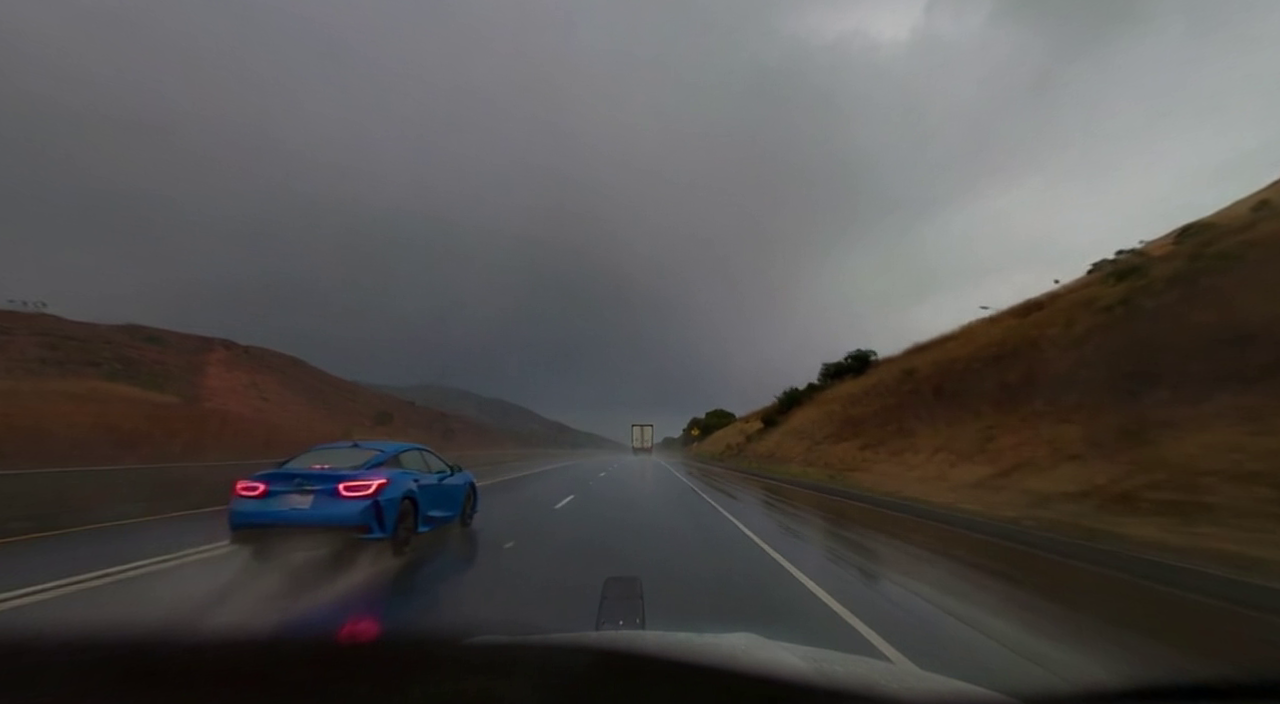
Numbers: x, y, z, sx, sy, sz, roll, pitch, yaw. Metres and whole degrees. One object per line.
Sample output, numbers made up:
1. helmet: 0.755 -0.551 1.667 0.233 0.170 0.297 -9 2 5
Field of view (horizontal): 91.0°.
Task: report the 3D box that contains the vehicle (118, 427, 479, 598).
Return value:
1. vehicle: -3.844 1.869 8.383 2.038 1.596 4.769 0 -8 1
